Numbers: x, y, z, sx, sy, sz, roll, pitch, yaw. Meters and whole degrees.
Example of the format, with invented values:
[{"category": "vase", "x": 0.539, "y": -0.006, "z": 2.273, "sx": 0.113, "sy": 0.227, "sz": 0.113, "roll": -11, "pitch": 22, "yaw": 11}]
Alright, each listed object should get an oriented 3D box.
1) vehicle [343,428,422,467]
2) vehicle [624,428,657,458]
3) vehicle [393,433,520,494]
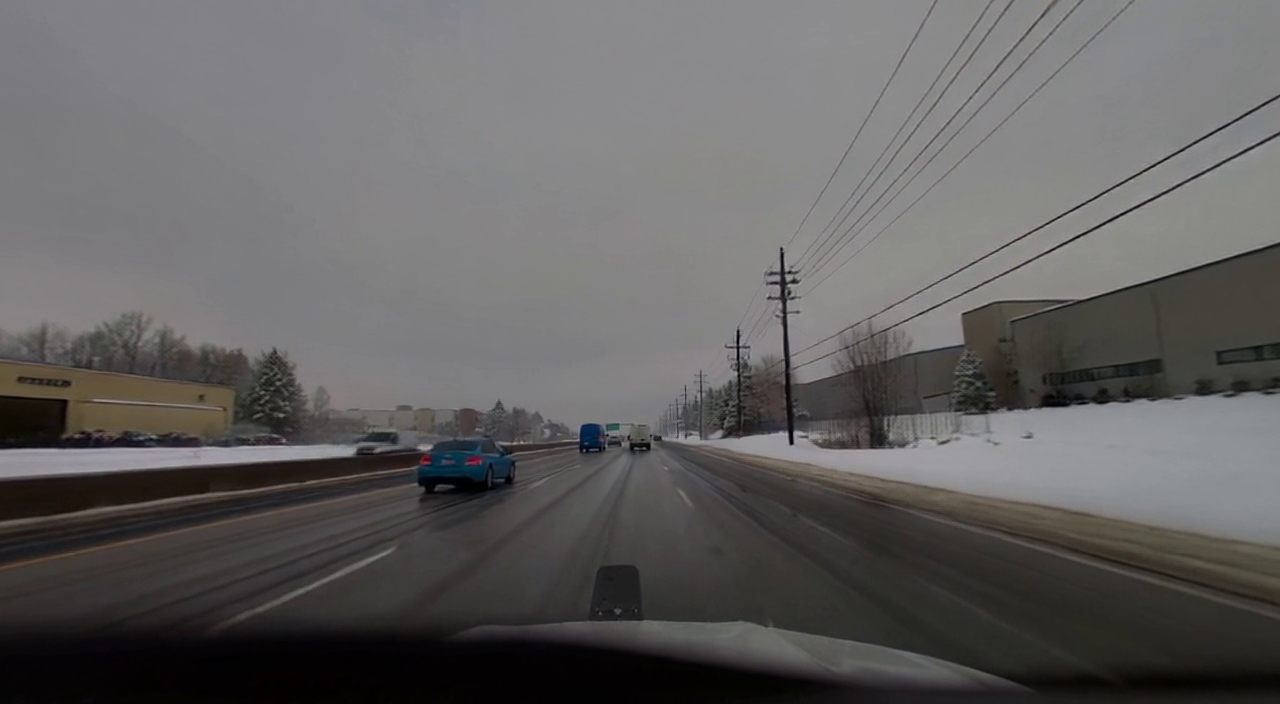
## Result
[{"category": "vehicle", "x": -13.715, "y": 5.098, "z": 33.861, "sx": 2.135, "sy": 1.961, "sz": 4.890, "roll": 0, "pitch": -8, "yaw": 1}, {"category": "vehicle", "x": -0.013, "y": 6.408, "z": 44.603, "sx": 2.213, "sy": 1.997, "sz": 4.456, "roll": 0, "pitch": -8, "yaw": -1}, {"category": "vehicle", "x": -4.912, "y": 3.025, "z": 17.688, "sx": 2.087, "sy": 1.464, "sz": 4.853, "roll": 0, "pitch": -8, "yaw": 1}]
